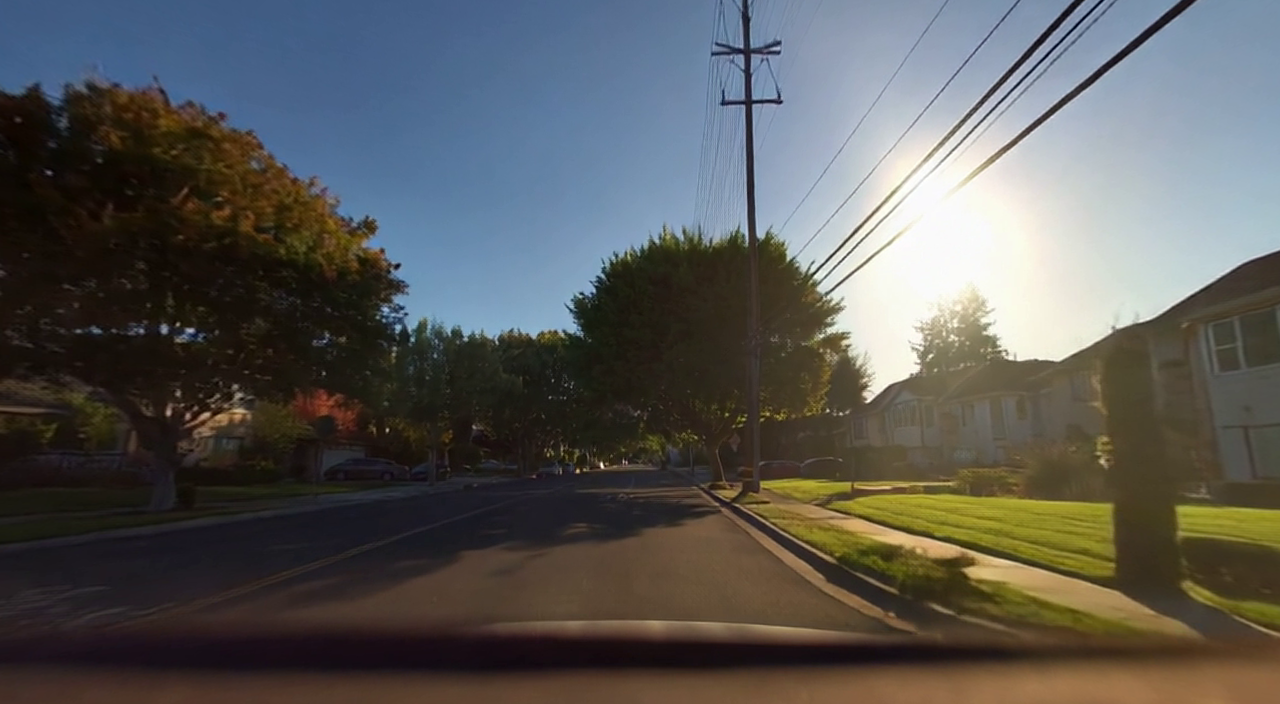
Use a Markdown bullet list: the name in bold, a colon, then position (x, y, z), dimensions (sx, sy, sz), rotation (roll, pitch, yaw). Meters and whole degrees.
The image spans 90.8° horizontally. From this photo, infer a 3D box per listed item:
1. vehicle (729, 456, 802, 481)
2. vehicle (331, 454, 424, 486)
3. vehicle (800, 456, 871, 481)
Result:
- **vehicle**: position (9.270, 8.644, 46.858), dimensions (4.952, 1.775, 2.089), rotation (0, -10, 1)
- **vehicle**: position (-15.177, 6.830, 36.656), dimensions (4.500, 1.714, 1.924), rotation (-1, -10, 7)
- **vehicle**: position (12.986, 7.781, 42.244), dimensions (4.122, 1.610, 1.888), rotation (0, -9, 2)
